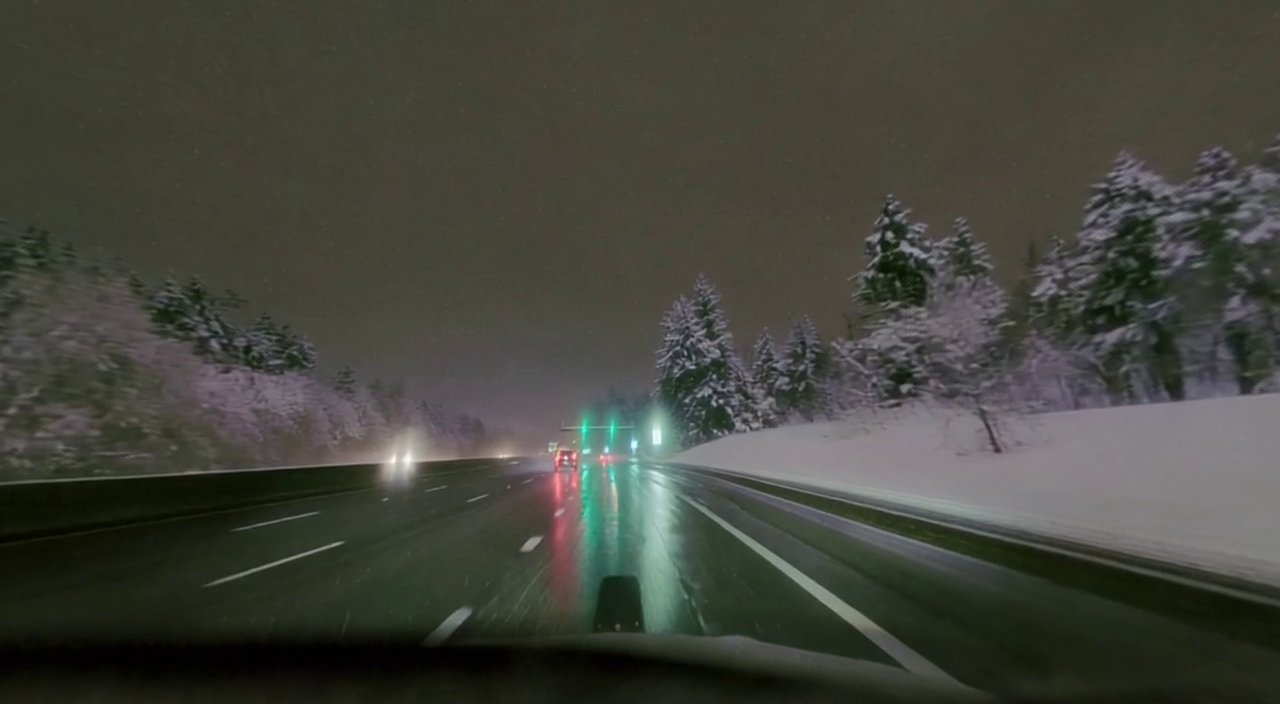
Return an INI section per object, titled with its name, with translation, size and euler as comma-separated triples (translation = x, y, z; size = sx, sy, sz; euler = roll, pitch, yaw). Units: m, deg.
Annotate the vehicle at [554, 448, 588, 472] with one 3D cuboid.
[vehicle]
translation = -4.943, 7.772, 45.352
size = 2.248, 1.619, 3.848
euler = 0, -9, -4
